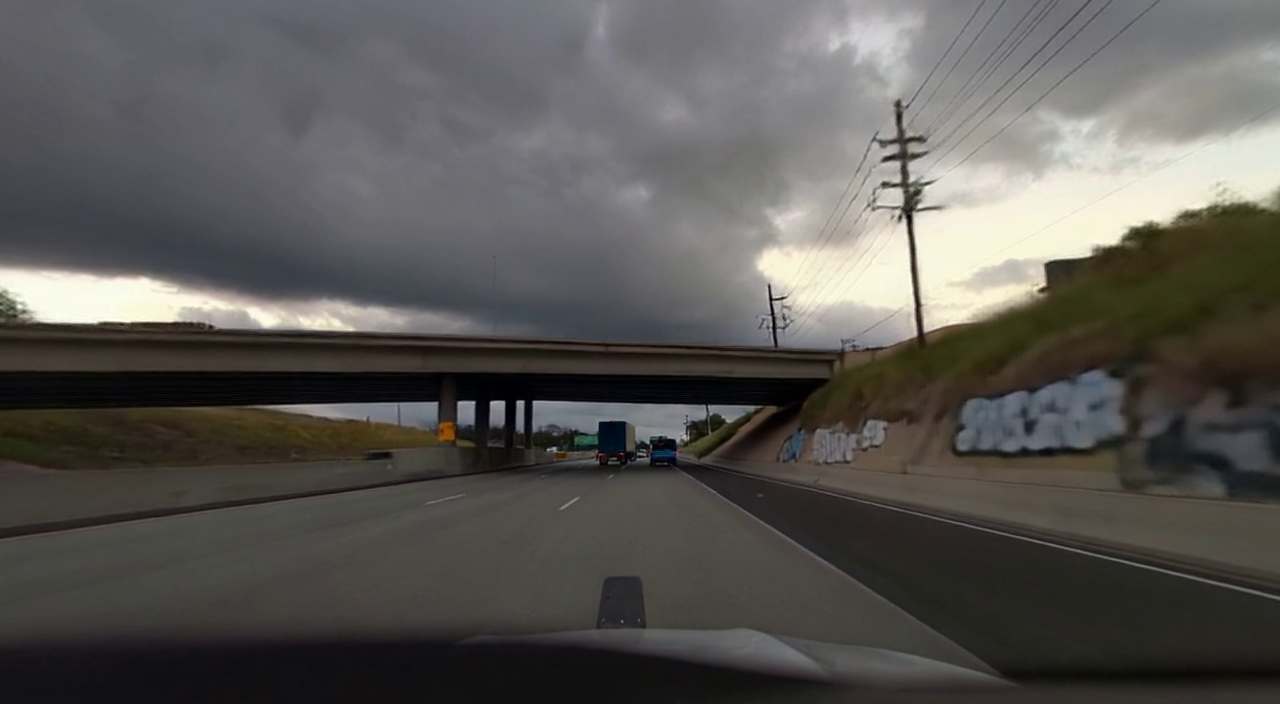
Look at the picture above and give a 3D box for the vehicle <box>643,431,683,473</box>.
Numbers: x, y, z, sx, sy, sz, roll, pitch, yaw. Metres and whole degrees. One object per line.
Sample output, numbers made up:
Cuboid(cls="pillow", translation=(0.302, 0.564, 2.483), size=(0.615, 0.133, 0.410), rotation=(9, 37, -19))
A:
Cuboid(cls="vehicle", translation=(1.468, 6.810, 42.863), size=(2.462, 2.627, 5.799), rotation=(0, -9, -1))
